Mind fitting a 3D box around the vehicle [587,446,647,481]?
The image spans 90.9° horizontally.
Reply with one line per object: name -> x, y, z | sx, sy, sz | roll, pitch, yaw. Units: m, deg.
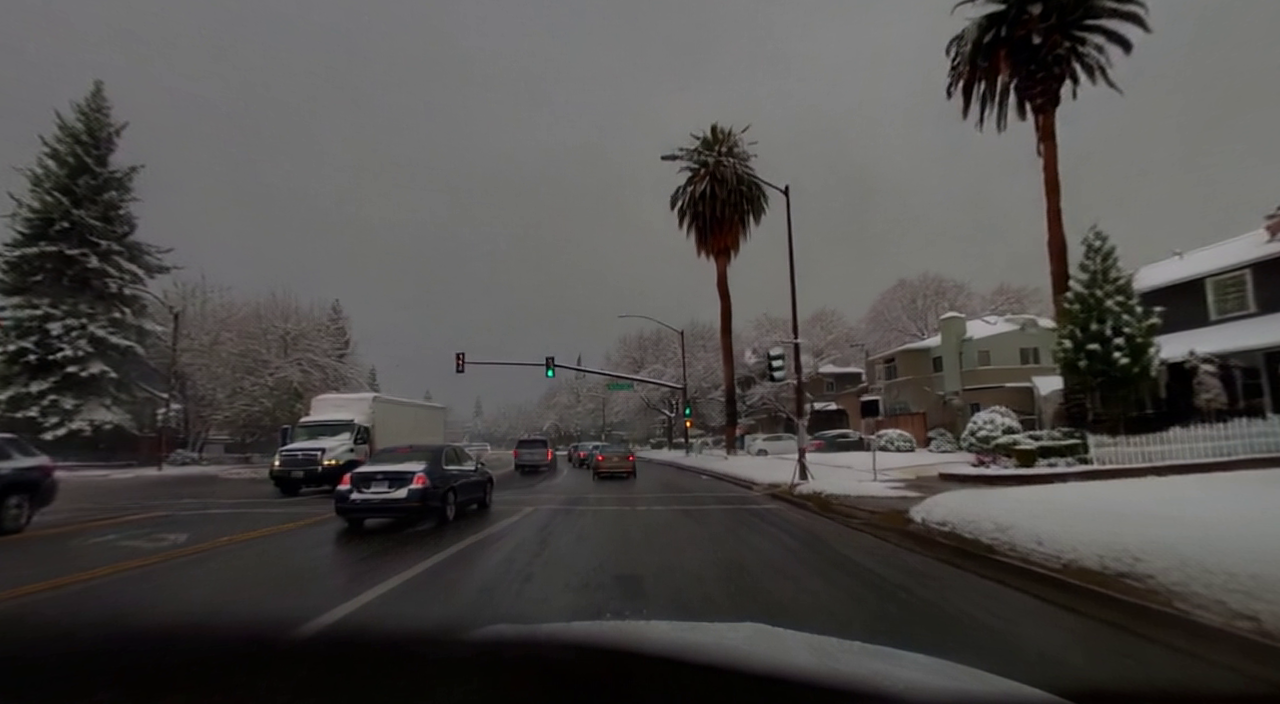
vehicle -> -0.934, 4.265, 24.380 | 2.131, 1.222, 3.868 | 0, -9, -3

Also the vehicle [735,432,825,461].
vehicle -> 8.410, 5.669, 37.886 | 4.742, 1.690, 2.218 | 2, -9, -18

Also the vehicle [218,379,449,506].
vehicle -> -7.628, 2.434, 16.985 | 2.821, 2.701, 6.721 | -1, -9, 0

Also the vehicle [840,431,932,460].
vehicle -> 14.316, 5.437, 36.752 | 4.615, 1.555, 2.021 | 2, -9, -15

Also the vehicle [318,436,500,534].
vehicle -> -3.965, 2.336, 11.705 | 1.709, 1.425, 4.337 | -1, -9, 1

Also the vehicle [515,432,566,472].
vehicle -> -5.087, 5.170, 32.784 | 2.032, 1.852, 4.571 | -1, -8, -2
